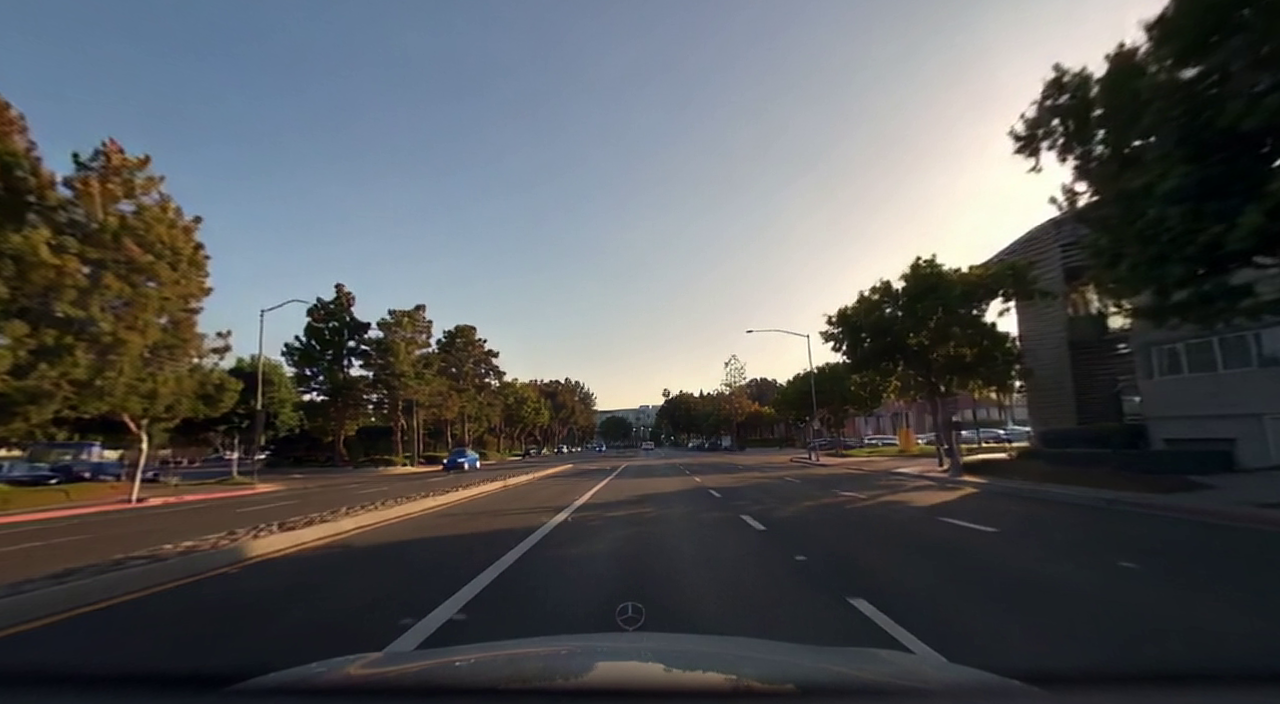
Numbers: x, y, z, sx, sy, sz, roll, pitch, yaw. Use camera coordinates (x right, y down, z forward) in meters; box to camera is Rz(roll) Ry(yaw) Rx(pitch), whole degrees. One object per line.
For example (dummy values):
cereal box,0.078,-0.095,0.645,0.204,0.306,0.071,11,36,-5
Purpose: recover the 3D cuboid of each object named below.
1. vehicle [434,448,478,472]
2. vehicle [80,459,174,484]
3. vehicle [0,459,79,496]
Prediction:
vehicle,-14.270,8.374,49.152,1.983,1.725,4.359,-1,-8,2
vehicle,-40.526,9.445,49.926,5.288,1.786,2.076,2,-9,-15
vehicle,-34.230,6.741,33.986,5.398,1.832,2.197,1,-8,-10
